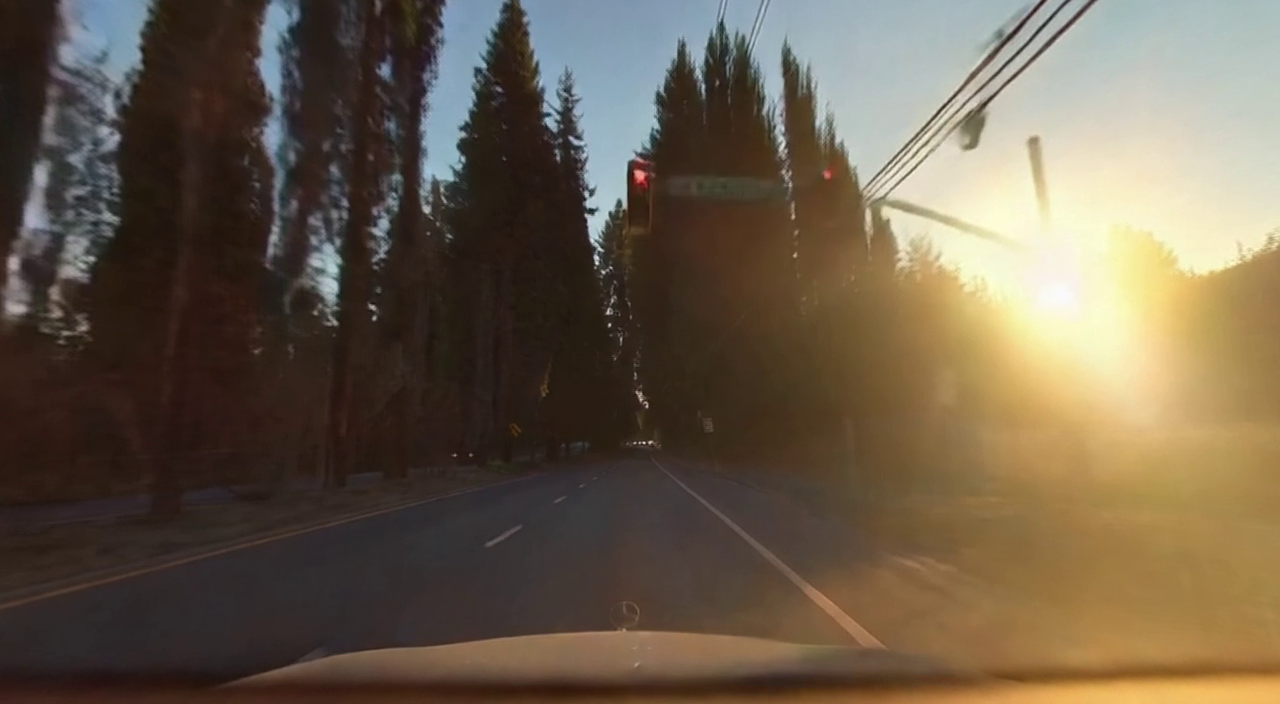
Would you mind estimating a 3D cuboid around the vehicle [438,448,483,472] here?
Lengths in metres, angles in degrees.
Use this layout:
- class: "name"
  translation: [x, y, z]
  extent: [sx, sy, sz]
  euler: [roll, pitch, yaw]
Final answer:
- class: "vehicle"
  translation: [-13.548, 8.141, 47.863]
  extent: [2.030, 1.688, 4.527]
  euler: [-1, -9, 1]
